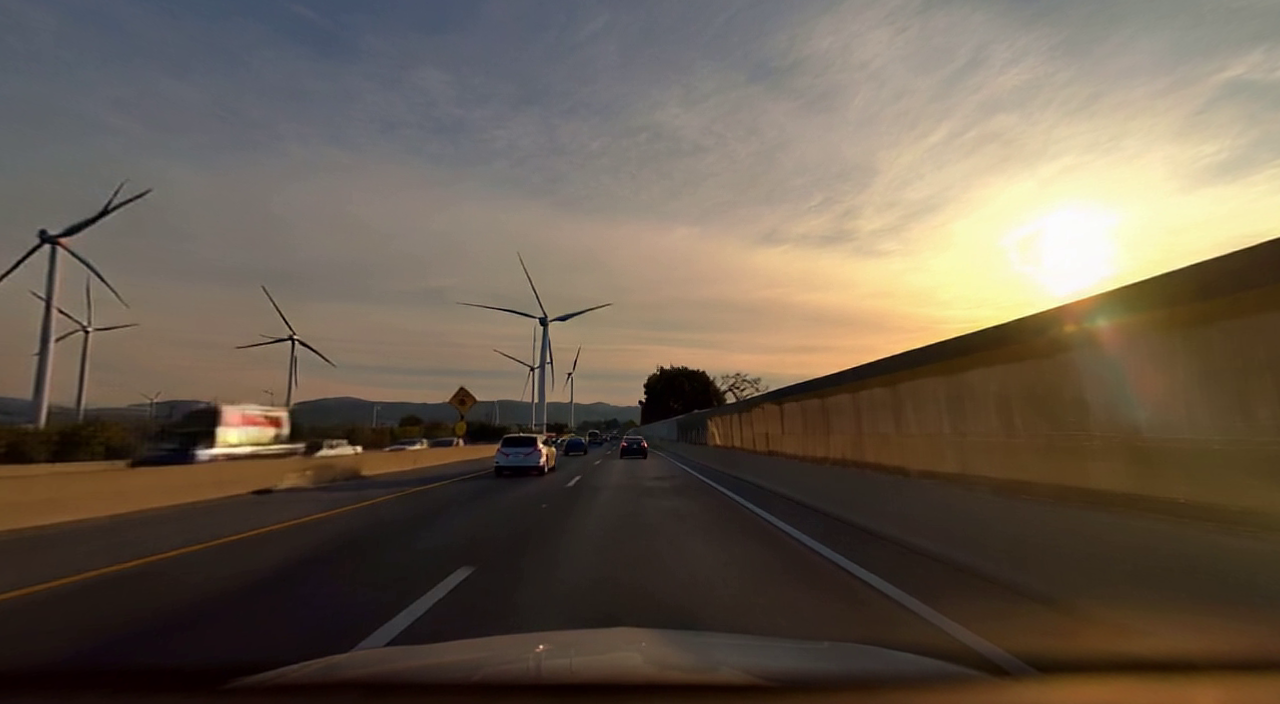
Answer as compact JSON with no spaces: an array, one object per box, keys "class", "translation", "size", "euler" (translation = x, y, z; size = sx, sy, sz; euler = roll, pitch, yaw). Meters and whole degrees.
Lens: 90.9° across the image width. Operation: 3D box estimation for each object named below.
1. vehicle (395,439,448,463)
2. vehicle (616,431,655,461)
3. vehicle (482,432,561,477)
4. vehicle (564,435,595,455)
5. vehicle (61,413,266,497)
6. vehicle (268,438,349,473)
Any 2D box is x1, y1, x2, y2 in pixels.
[{"class":"vehicle","translation":[-14.223,6.454,41.244],"size":[1.876,1.452,4.670],"euler":[0,-8,-1]},{"class":"vehicle","translation":[-0.291,5.186,34.813],"size":[2.027,1.550,3.607],"euler":[0,-8,-1]},{"class":"vehicle","translation":[-4.138,3.642,22.803],"size":[1.998,1.468,4.635],"euler":[0,-8,0]},{"class":"vehicle","translation":[-4.518,7.006,47.473],"size":[2.059,1.436,3.802],"euler":[0,-8,-1]},{"class":"vehicle","translation":[-13.528,2.931,18.436],"size":[2.055,2.120,5.013],"euler":[0,-8,-1]},{"class":"vehicle","translation":[-18.026,5.615,34.547],"size":[2.026,1.726,4.400],"euler":[0,-7,0]}]
